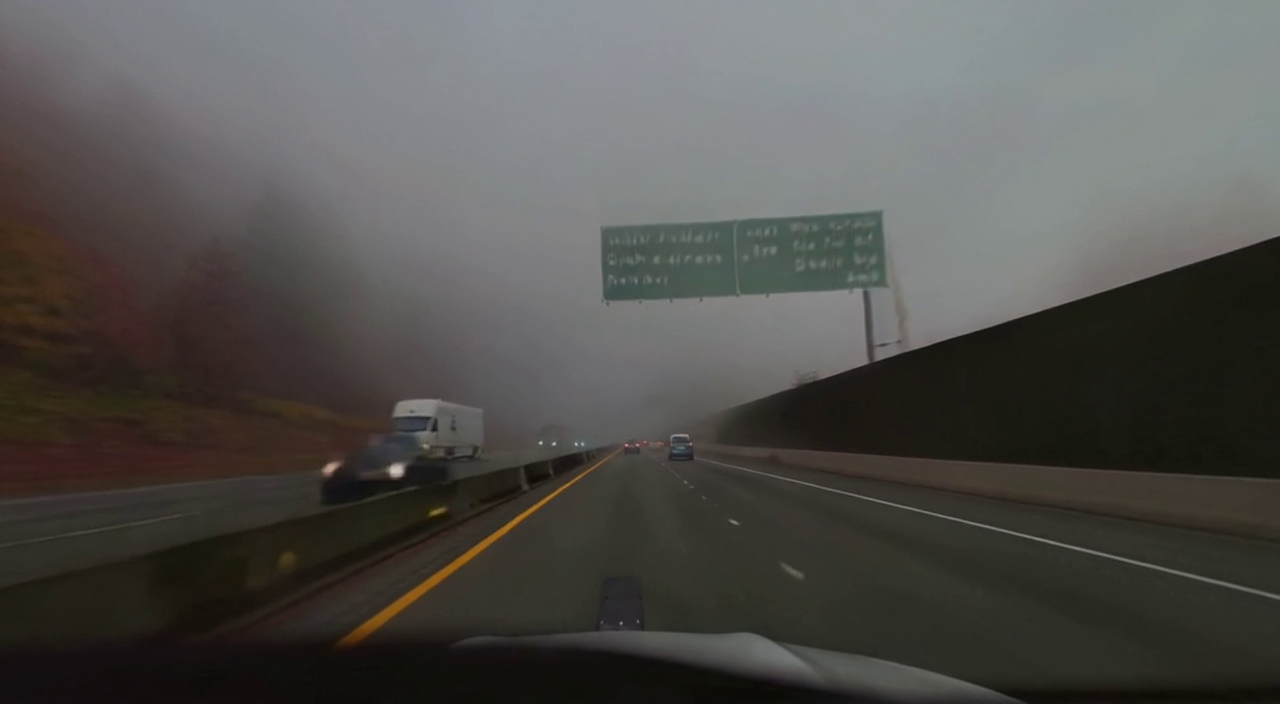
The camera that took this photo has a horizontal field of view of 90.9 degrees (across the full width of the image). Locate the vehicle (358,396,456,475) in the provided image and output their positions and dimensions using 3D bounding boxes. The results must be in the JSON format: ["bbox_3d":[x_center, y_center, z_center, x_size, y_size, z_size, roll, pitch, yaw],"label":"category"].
[{"bbox_3d":[-12.524,4.602,34.518,2.981,3.904,6.030,1,-8,0],"label":"vehicle"}]

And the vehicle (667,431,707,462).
[{"bbox_3d":[3.276,6.719,45.034,2.393,2.072,4.958,0,-8,-1],"label":"vehicle"}]
